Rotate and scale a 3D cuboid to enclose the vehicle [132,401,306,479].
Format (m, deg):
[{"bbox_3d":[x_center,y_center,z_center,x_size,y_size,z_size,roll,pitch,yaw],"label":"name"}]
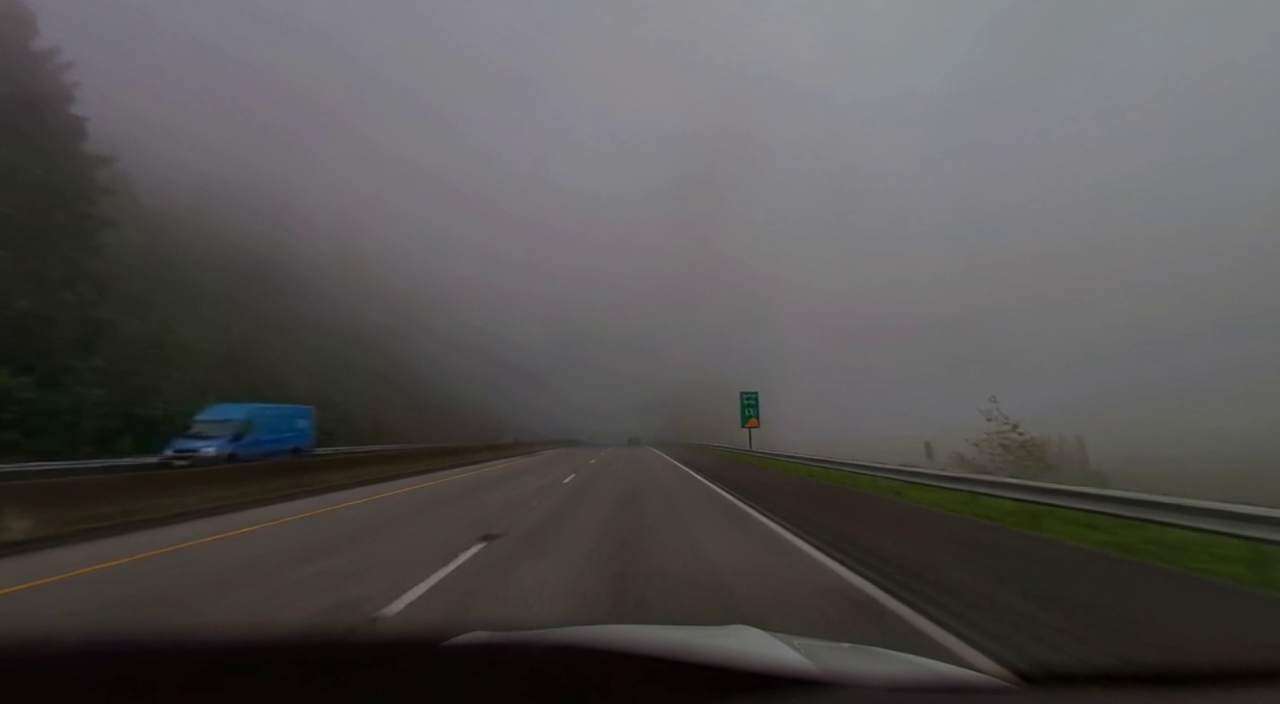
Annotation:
[{"bbox_3d":[-17.641,3.754,27.129,2.639,2.882,6.998,0,-8,-1],"label":"vehicle"}]
